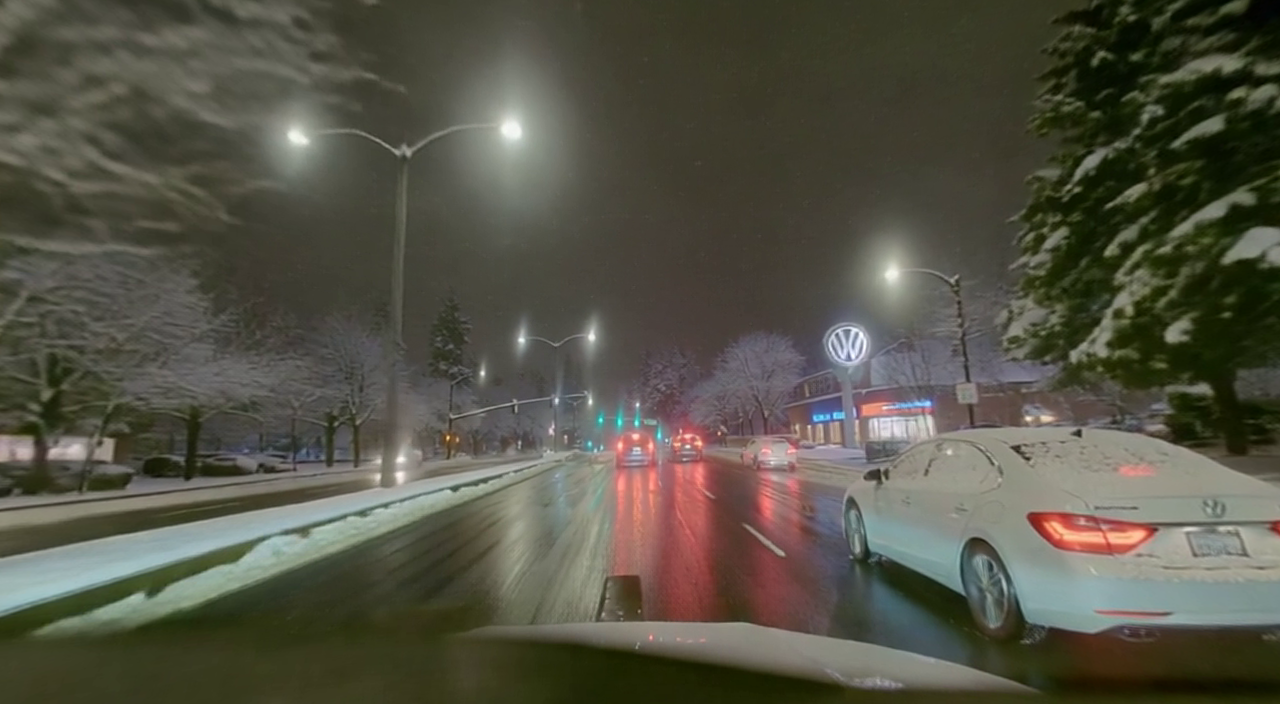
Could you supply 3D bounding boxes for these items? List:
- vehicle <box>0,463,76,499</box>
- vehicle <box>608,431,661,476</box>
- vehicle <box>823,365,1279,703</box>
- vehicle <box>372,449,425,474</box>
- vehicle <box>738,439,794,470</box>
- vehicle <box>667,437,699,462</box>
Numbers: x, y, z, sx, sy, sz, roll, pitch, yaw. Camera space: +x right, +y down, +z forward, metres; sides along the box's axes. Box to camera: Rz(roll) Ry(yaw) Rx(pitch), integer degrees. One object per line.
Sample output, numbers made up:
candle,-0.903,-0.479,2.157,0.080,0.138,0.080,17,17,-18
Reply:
vehicle,-30.325,6.314,30.692,4.058,1.535,1.826,-2,-8,-2
vehicle,-0.234,4.398,27.512,2.106,1.798,4.168,0,-8,0
vehicle,3.271,1.212,5.137,2.153,1.658,4.485,0,-8,-1
vehicle,-17.245,7.823,45.278,1.984,1.492,4.677,-5,-8,-1
vehicle,6.347,5.208,32.301,1.883,1.452,4.258,0,-8,-1
vehicle,3.131,7.159,46.524,2.000,1.745,4.206,0,-8,-1
